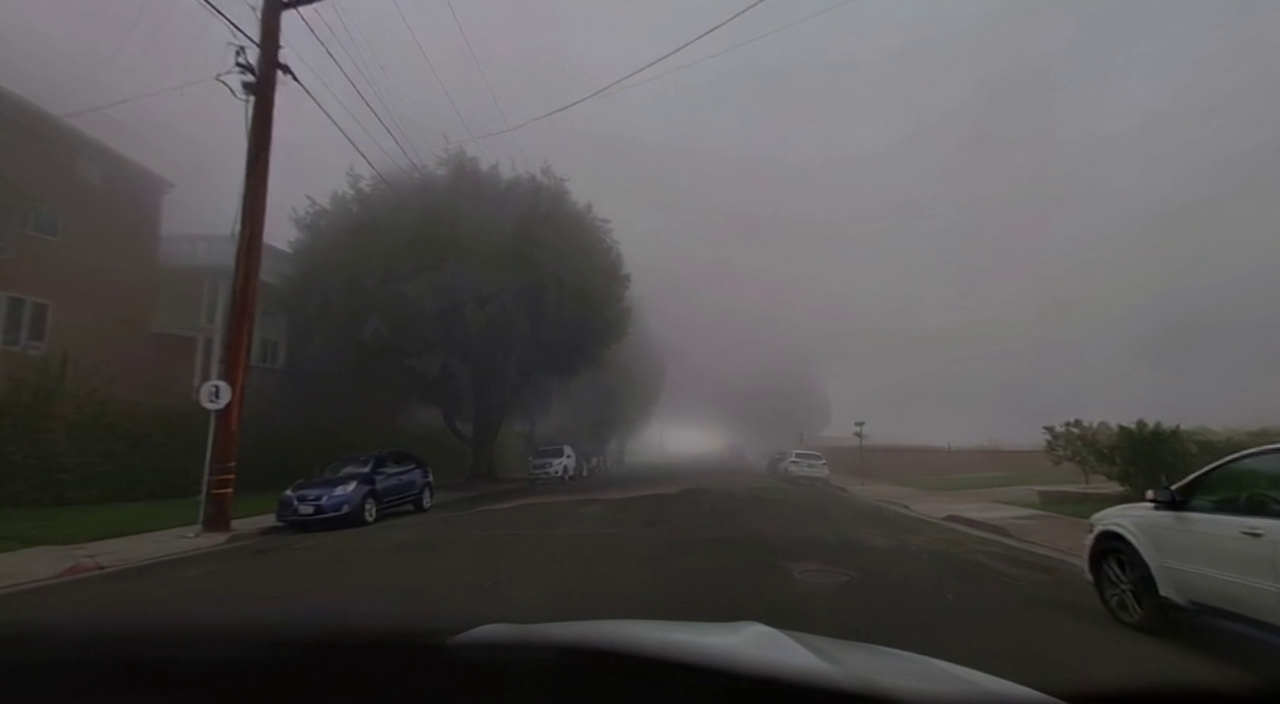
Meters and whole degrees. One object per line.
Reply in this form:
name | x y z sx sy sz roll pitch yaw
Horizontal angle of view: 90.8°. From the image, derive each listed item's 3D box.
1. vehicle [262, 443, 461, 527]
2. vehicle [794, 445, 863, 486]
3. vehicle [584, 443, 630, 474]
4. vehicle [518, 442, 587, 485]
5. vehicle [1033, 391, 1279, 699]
vehicle | -6.178 3.032 14.811 2.017 1.582 4.664 -3 -10 9
vehicle | 7.662 4.607 26.073 1.964 1.515 4.055 -1 -8 6
vehicle | -2.131 7.121 42.081 1.953 1.699 4.234 -9 -11 9
vehicle | -3.982 5.173 29.690 2.011 1.801 4.676 -1 -8 7
vehicle | 4.633 1.092 3.692 2.180 1.677 4.432 -1 -8 6
